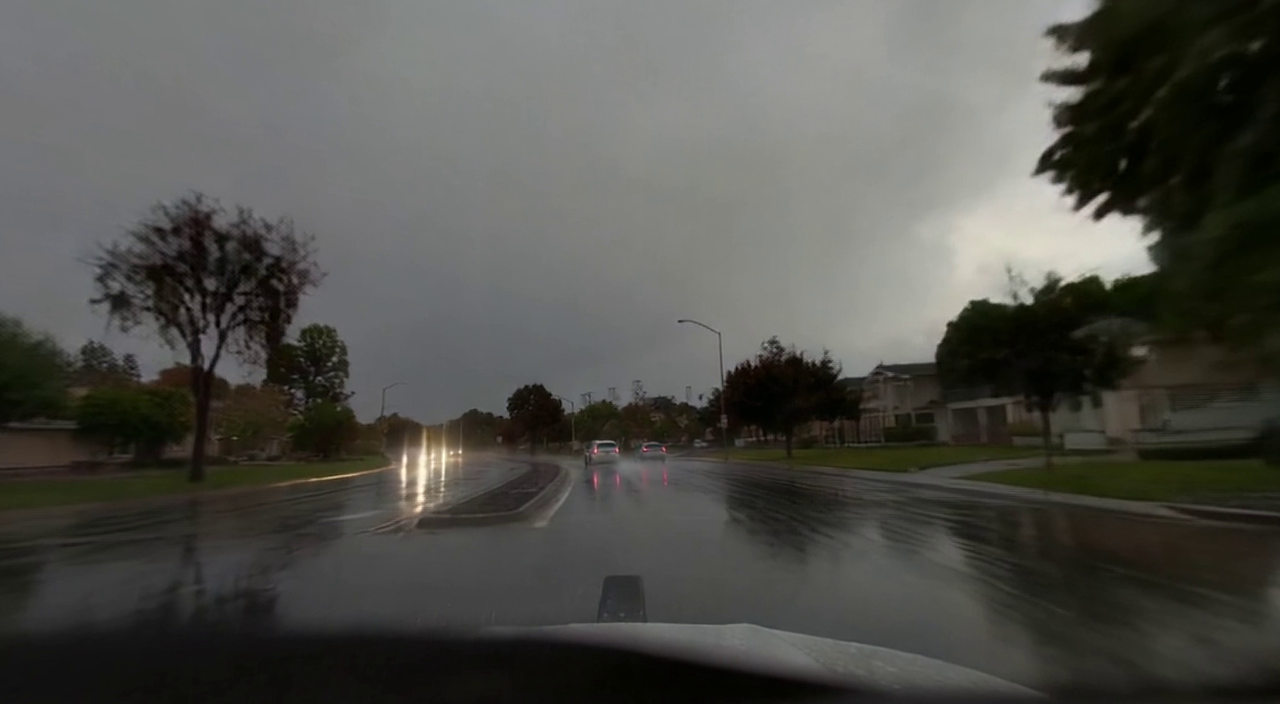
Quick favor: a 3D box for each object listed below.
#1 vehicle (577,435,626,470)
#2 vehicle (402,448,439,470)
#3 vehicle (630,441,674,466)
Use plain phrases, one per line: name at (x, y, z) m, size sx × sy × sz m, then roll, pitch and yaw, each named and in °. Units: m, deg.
vehicle at (-2.195, 5.494, 34.478) m, size 2.165 × 1.783 × 4.391 m, roll 1°, pitch -8°, yaw -10°
vehicle at (-16.948, 8.264, 48.724) m, size 1.924 × 1.481 × 4.727 m, roll 1°, pitch -8°, yaw -10°
vehicle at (0.684, 6.520, 40.710) m, size 1.915 × 1.495 × 4.880 m, roll 1°, pitch -8°, yaw -10°
